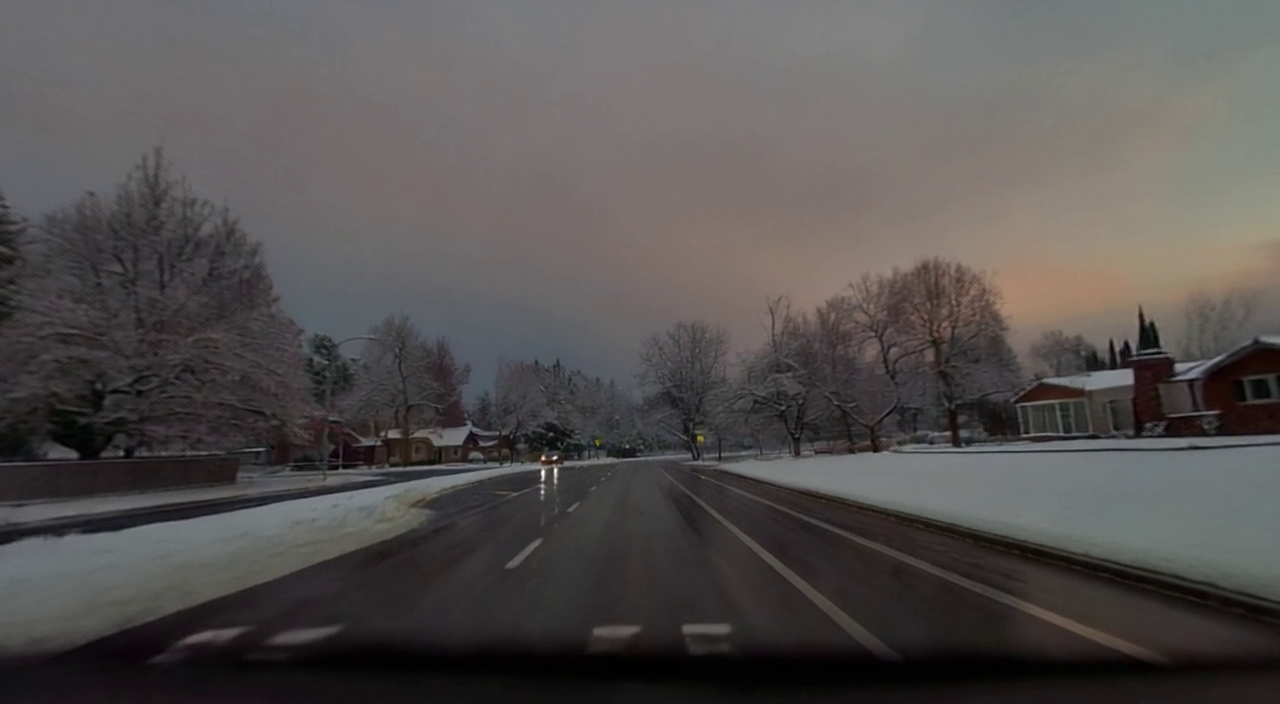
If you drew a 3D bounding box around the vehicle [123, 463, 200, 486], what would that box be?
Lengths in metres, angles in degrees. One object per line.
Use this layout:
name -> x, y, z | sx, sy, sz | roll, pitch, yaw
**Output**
vehicle -> -37.016, 9.447, 48.777 | 1.845, 1.560, 4.296 | -4, -9, 24
